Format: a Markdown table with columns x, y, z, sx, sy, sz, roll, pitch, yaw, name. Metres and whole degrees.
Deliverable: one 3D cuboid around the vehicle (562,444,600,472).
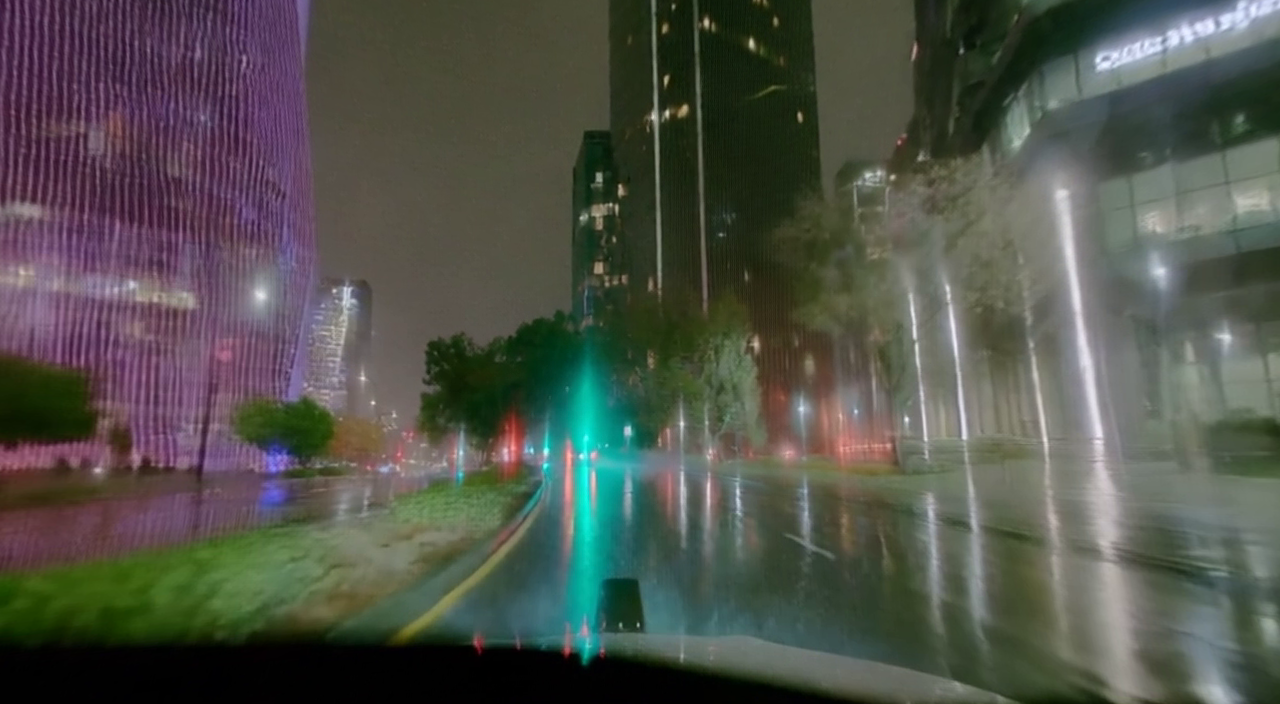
| x | y | z | sx | sy | sz | roll | pitch | yaw | name |
| --- | --- | --- | --- | --- | --- | --- | --- | --- | --- |
| -4.183 | 7.353 | 44.076 | 2.129 | 1.816 | 4.851 | 2 | -9 | -12 | vehicle |
